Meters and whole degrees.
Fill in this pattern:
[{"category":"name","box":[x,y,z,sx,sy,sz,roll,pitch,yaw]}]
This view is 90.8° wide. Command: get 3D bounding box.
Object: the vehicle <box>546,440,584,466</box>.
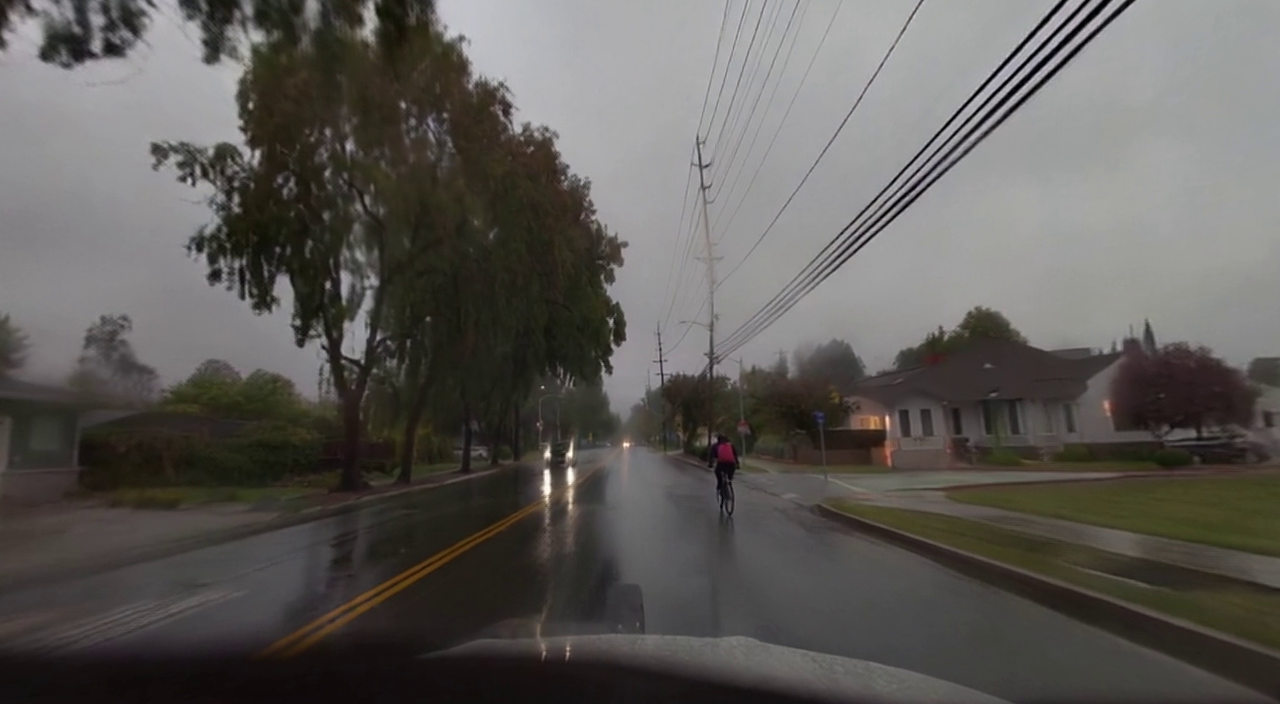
[{"category":"vehicle","box":[-5.311,7.233,45.342,2.073,1.761,4.589,0,-8,1]}]
